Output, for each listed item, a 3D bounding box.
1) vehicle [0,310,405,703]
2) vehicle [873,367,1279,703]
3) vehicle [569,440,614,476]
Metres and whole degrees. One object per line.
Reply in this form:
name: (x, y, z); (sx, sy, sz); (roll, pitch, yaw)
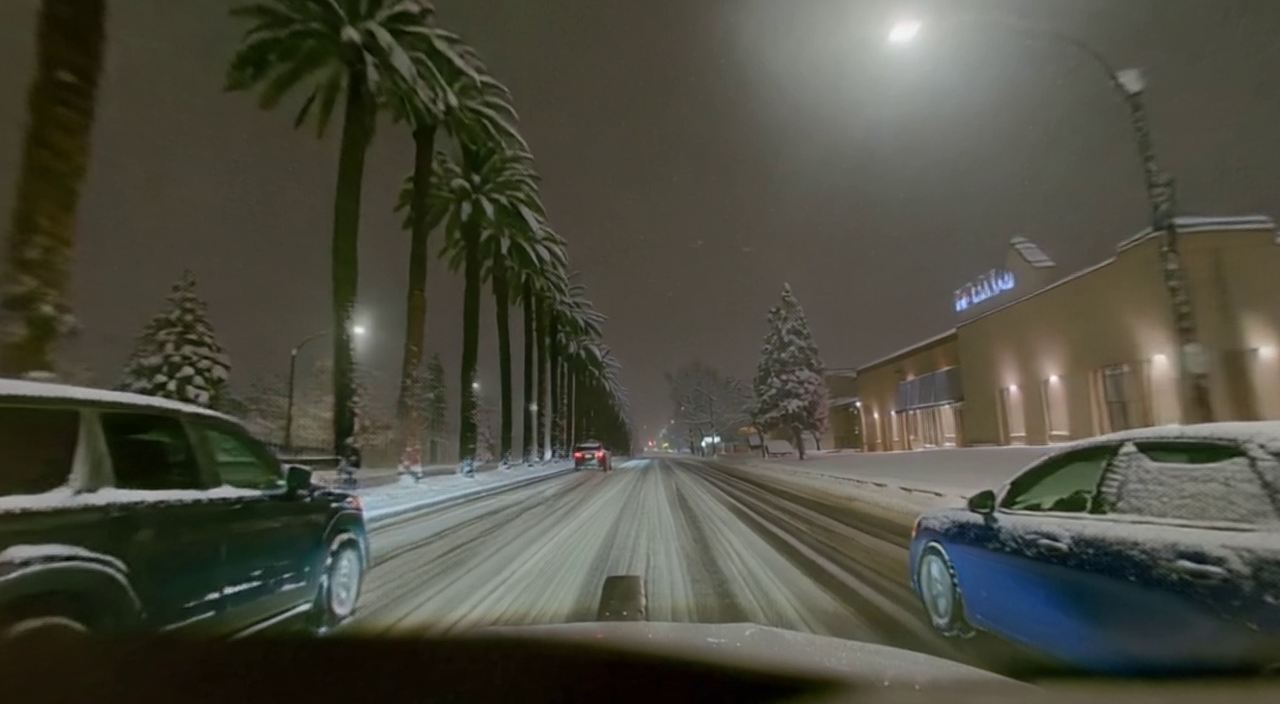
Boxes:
vehicle: (-3.241, 0.985, 3.632); (2.058, 1.804, 4.391); (0, -8, 0)
vehicle: (2.848, 0.973, 2.962); (1.946, 1.513, 4.133); (0, -8, 1)
vehicle: (-2.480, 5.573, 33.282); (1.998, 1.743, 4.402); (0, -8, 1)
